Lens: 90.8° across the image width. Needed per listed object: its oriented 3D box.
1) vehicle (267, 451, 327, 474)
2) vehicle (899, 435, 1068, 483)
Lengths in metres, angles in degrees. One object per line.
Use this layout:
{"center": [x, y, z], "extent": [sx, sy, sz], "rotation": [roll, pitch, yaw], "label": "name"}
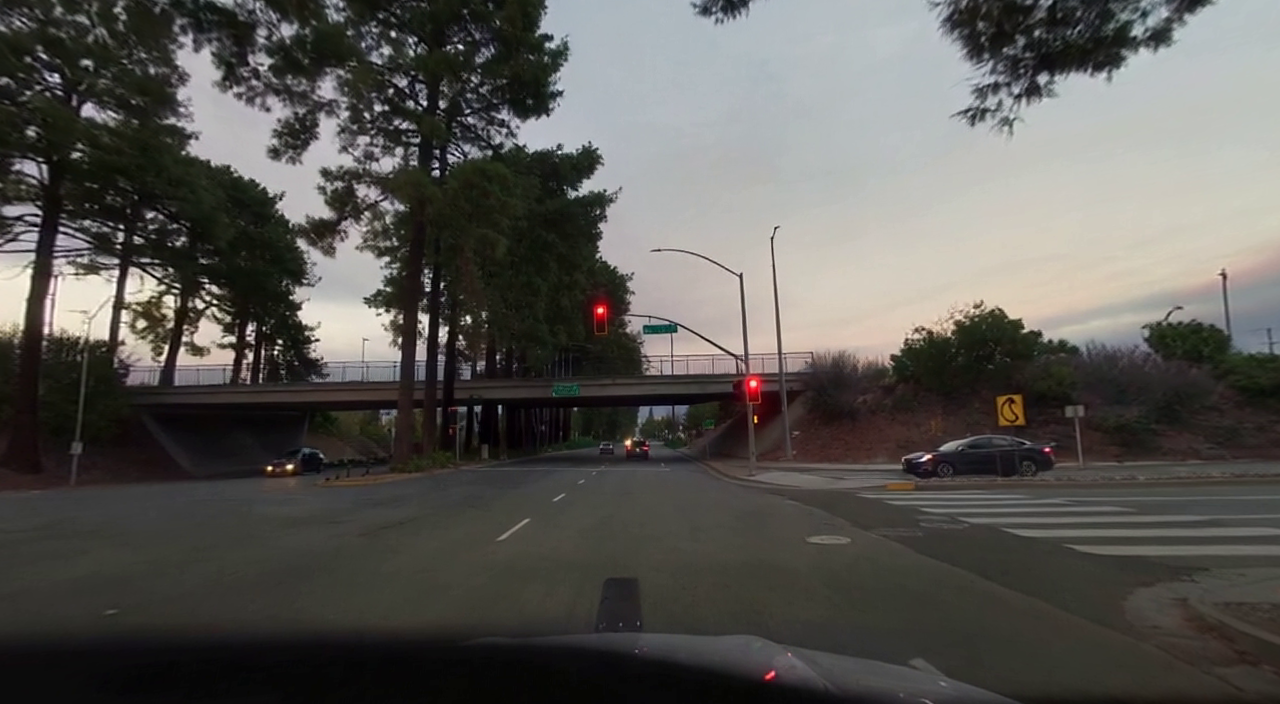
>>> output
{"center": [-24.010, 7.725, 44.446], "extent": [1.834, 1.482, 4.310], "rotation": [0, -9, -1], "label": "vehicle"}
{"center": [11.359, 3.536, 21.063], "extent": [4.691, 1.466, 1.800], "rotation": [1, -9, -7], "label": "vehicle"}
